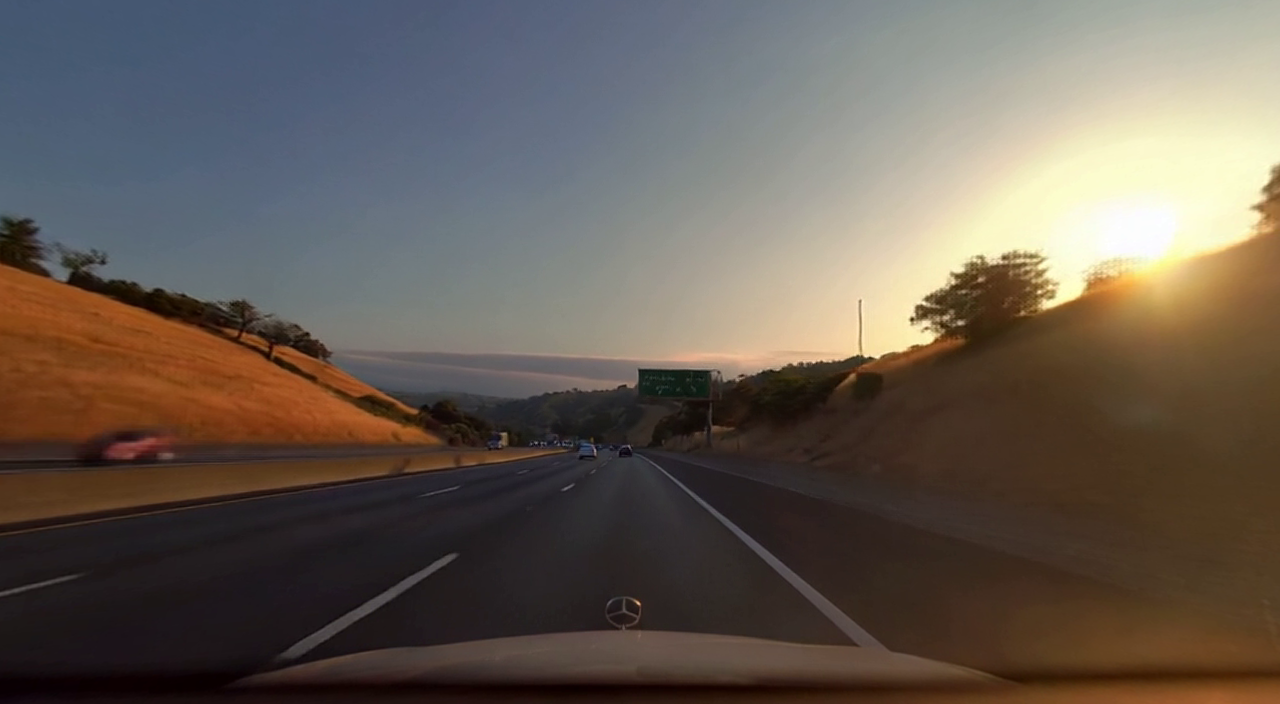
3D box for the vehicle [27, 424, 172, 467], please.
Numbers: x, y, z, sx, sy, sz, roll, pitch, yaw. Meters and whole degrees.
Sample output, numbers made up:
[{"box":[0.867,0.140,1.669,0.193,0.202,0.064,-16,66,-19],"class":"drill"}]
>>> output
[{"box":[-20.055,3.519,23.691,1.817,1.464,4.143,0,-9,-1],"class":"vehicle"}]
